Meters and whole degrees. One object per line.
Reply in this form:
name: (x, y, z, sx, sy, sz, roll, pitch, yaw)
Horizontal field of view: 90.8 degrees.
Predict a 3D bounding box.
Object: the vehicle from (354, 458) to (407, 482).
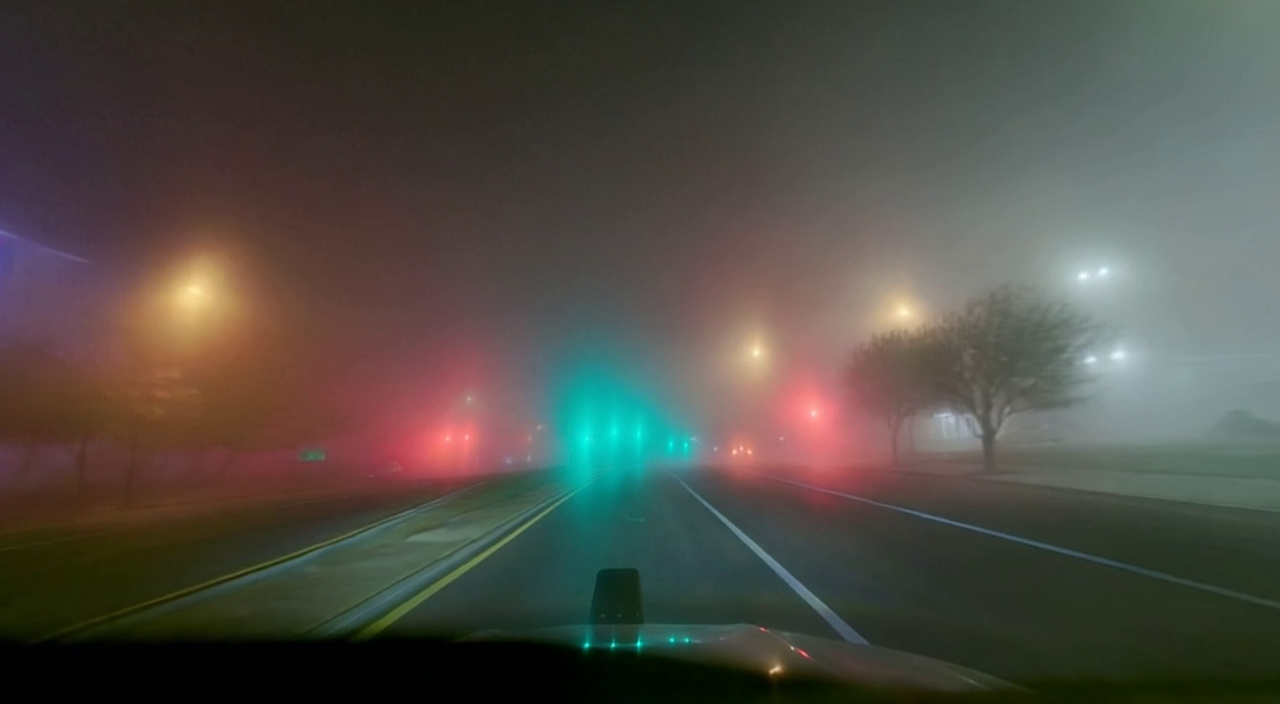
vehicle: (-19.059, 8.661, 46.616, 2.010, 1.504, 4.820, -5, -10, -2)
